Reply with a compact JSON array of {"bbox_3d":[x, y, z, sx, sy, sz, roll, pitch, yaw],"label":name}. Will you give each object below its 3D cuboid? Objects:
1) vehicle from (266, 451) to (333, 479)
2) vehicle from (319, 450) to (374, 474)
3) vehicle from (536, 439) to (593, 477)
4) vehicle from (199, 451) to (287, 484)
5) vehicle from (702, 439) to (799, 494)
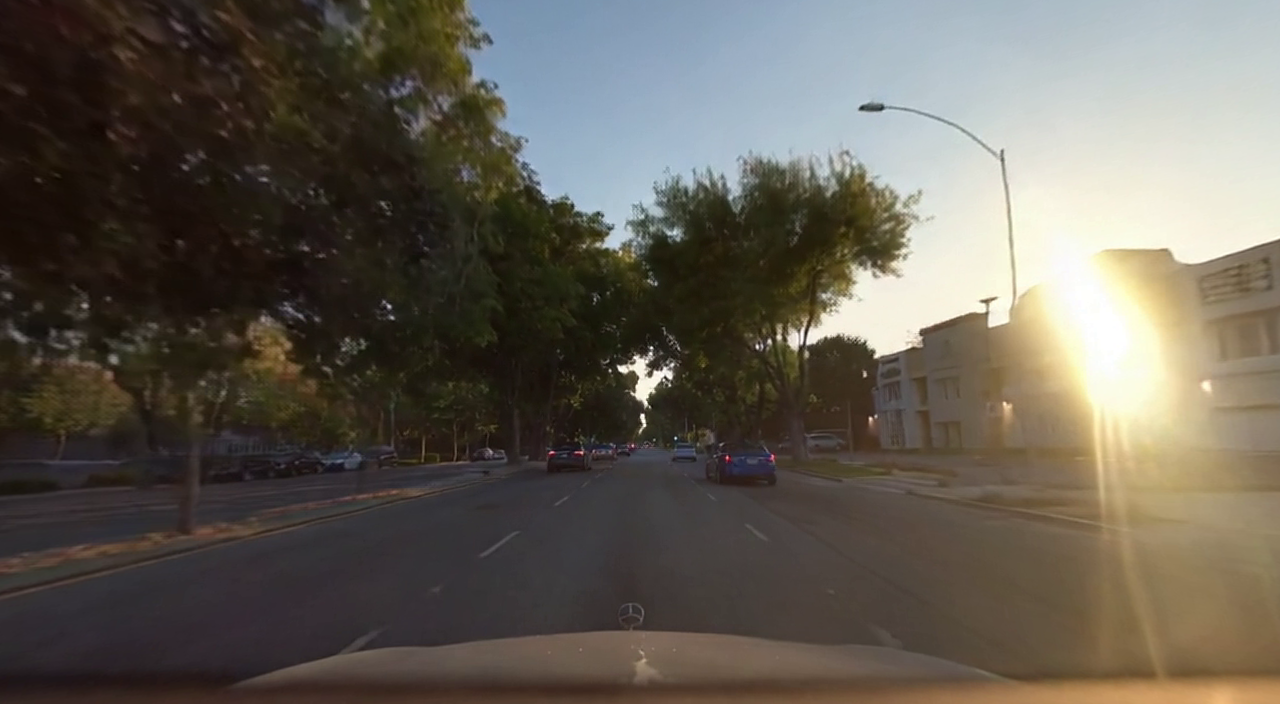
[{"bbox_3d":[-22.372,7.424,41.622,1.794,1.664,4.582,0,-8,1],"label":"vehicle"},{"bbox_3d":[-22.266,8.360,48.003,1.887,1.669,4.753,0,-8,1],"label":"vehicle"},{"bbox_3d":[-3.409,4.888,29.332,2.113,1.626,4.129,0,-8,1],"label":"vehicle"},{"bbox_3d":[-22.511,6.549,35.958,1.918,1.698,4.581,0,-8,1],"label":"vehicle"},{"bbox_3d":[3.173,3.391,19.103,2.083,1.474,4.360,0,-8,-1],"label":"vehicle"}]
